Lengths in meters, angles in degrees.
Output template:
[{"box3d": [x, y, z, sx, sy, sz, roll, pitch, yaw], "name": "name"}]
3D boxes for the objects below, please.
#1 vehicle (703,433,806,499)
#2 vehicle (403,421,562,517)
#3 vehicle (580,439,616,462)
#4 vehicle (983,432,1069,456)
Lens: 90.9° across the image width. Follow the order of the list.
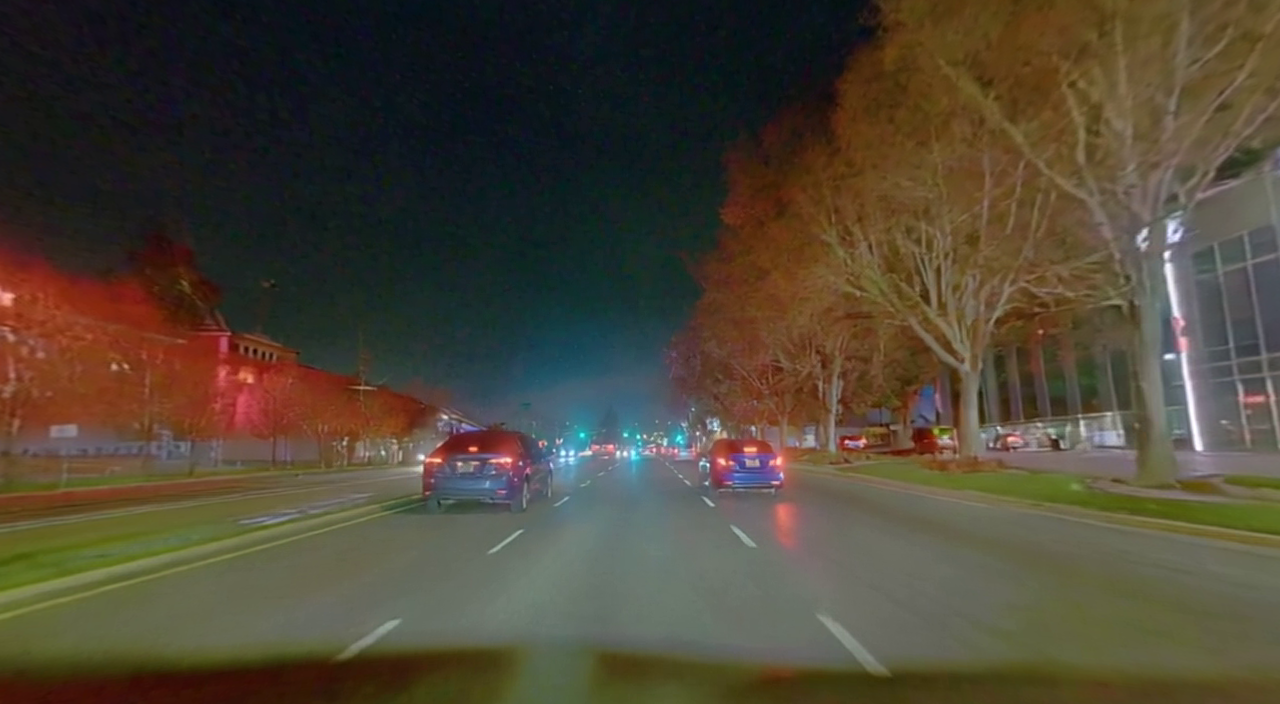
[{"box3d": [2.876, 2.960, 16.794, 1.946, 1.513, 4.133, 0, -8, 0], "name": "vehicle"}, {"box3d": [-3.035, 2.400, 13.463, 2.032, 1.639, 5.037, 0, -8, 1], "name": "vehicle"}, {"box3d": [-2.803, 6.674, 42.713, 2.040, 1.471, 4.211, 0, -8, 2], "name": "vehicle"}, {"box3d": [29.385, 7.012, 48.056, 5.166, 1.792, 1.944, -1, -8, 3], "name": "vehicle"}]
